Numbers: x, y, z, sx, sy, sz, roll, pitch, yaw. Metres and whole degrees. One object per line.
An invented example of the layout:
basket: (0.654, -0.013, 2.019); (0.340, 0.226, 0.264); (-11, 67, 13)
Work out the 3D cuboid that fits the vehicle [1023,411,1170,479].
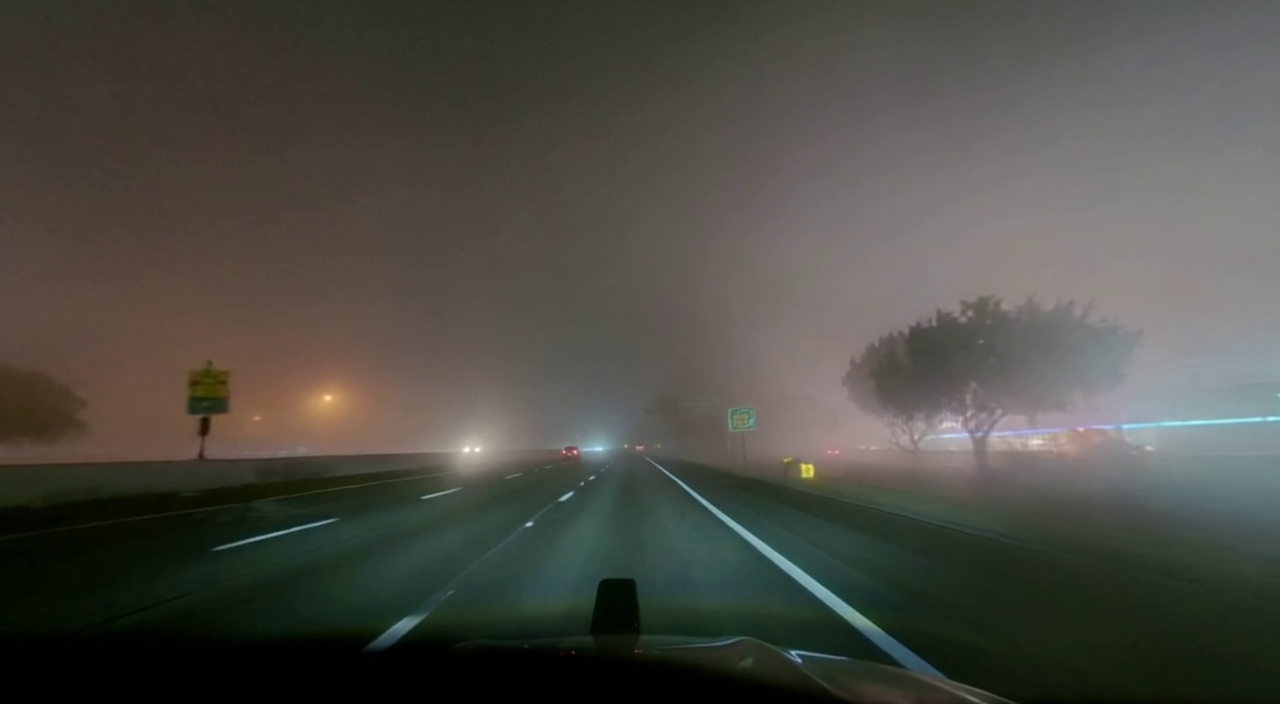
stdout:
vehicle: (24.754, 5.117, 34.918); (3.065, 3.244, 7.356); (-3, -8, 6)
